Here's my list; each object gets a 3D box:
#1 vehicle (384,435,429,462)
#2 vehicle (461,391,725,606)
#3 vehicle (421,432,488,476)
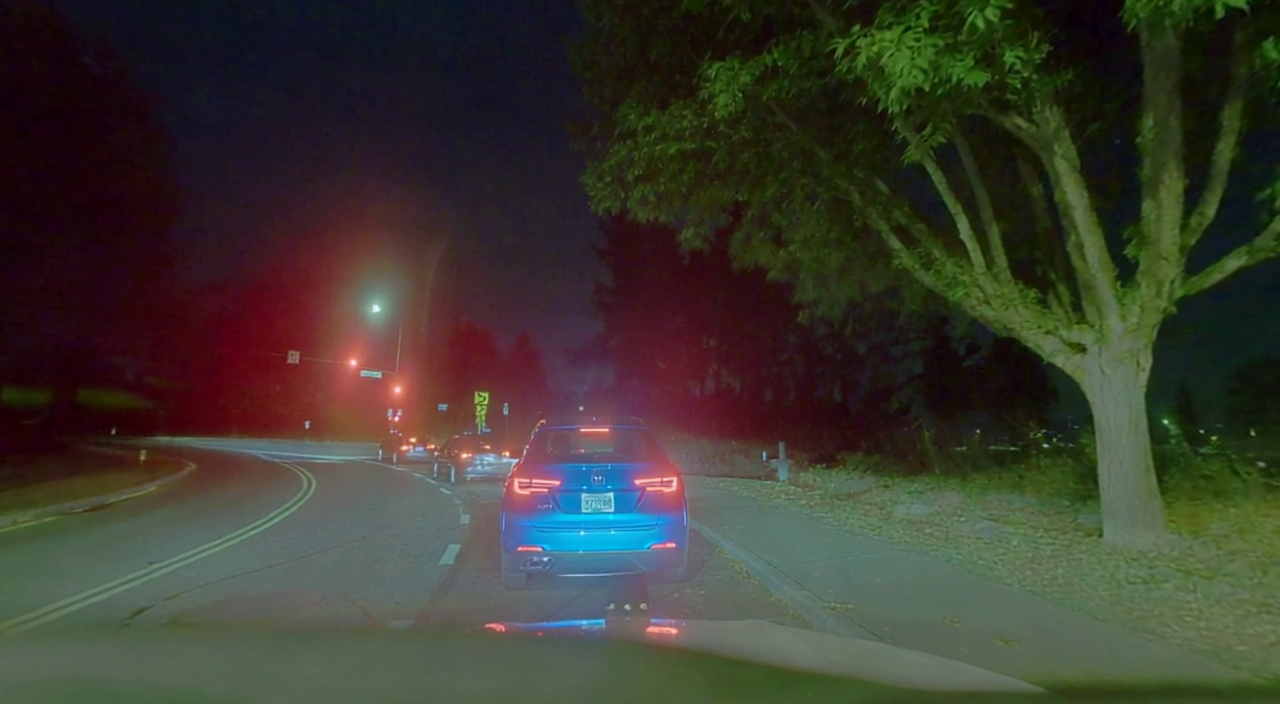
[{"bbox_3d":[-13.758,5.641,36.912,1.863,1.488,4.426,4,-9,-27],"label":"vehicle"},{"bbox_3d":[-0.680,1.460,7.204,2.134,1.671,4.147,1,-8,-9],"label":"vehicle"},{"bbox_3d":[-7.283,3.939,24.486,1.902,1.536,3.662,4,-9,-25],"label":"vehicle"}]
